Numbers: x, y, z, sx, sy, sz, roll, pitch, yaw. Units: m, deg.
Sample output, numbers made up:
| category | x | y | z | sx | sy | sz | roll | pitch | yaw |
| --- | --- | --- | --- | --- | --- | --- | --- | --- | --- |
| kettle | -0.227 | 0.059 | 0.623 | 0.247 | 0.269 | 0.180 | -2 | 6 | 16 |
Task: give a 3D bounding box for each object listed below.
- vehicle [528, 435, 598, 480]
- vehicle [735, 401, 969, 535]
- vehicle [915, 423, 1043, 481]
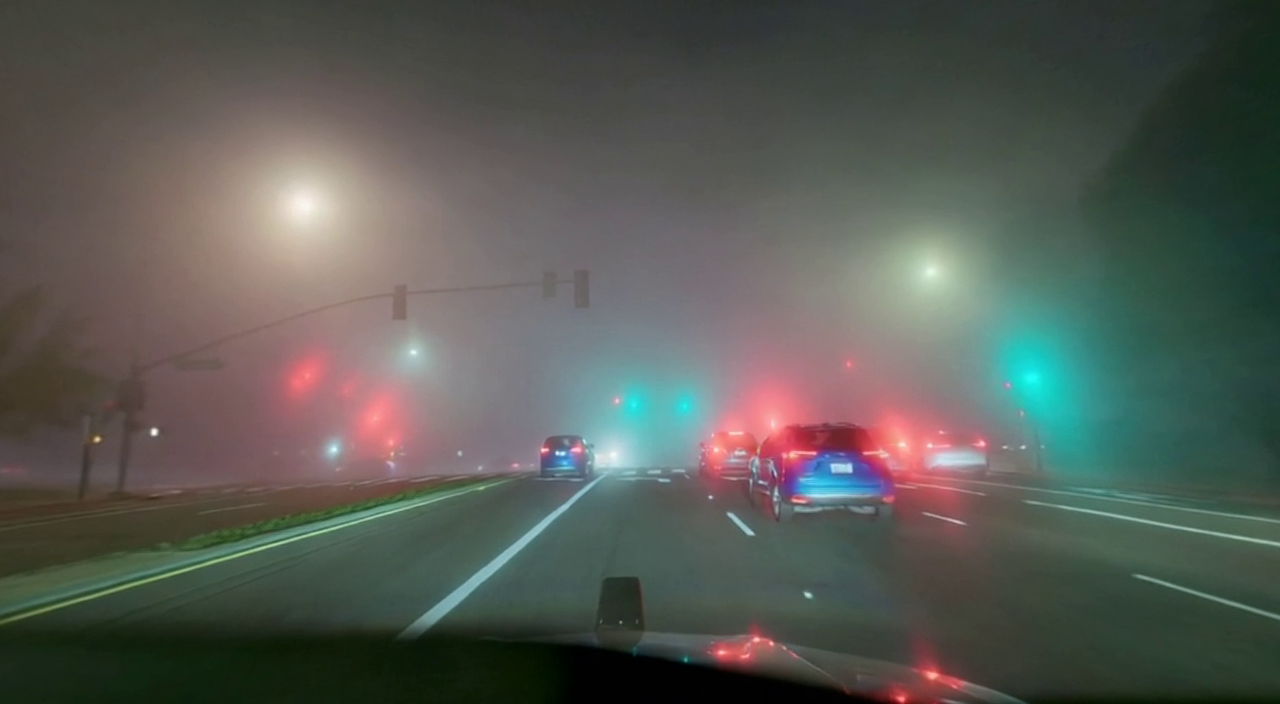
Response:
| category | x | y | z | sx | sy | sz | roll | pitch | yaw |
| --- | --- | --- | --- | --- | --- | --- | --- | --- | --- |
| vehicle | -2.747 | 3.864 | 23.379 | 1.969 | 1.513 | 3.773 | 0 | -8 | 2 |
| vehicle | 3.134 | 1.871 | 10.711 | 2.247 | 1.738 | 4.818 | 0 | -8 | -1 |
| vehicle | 11.350 | 3.384 | 21.540 | 1.971 | 1.746 | 4.271 | 0 | -8 | 0 |
